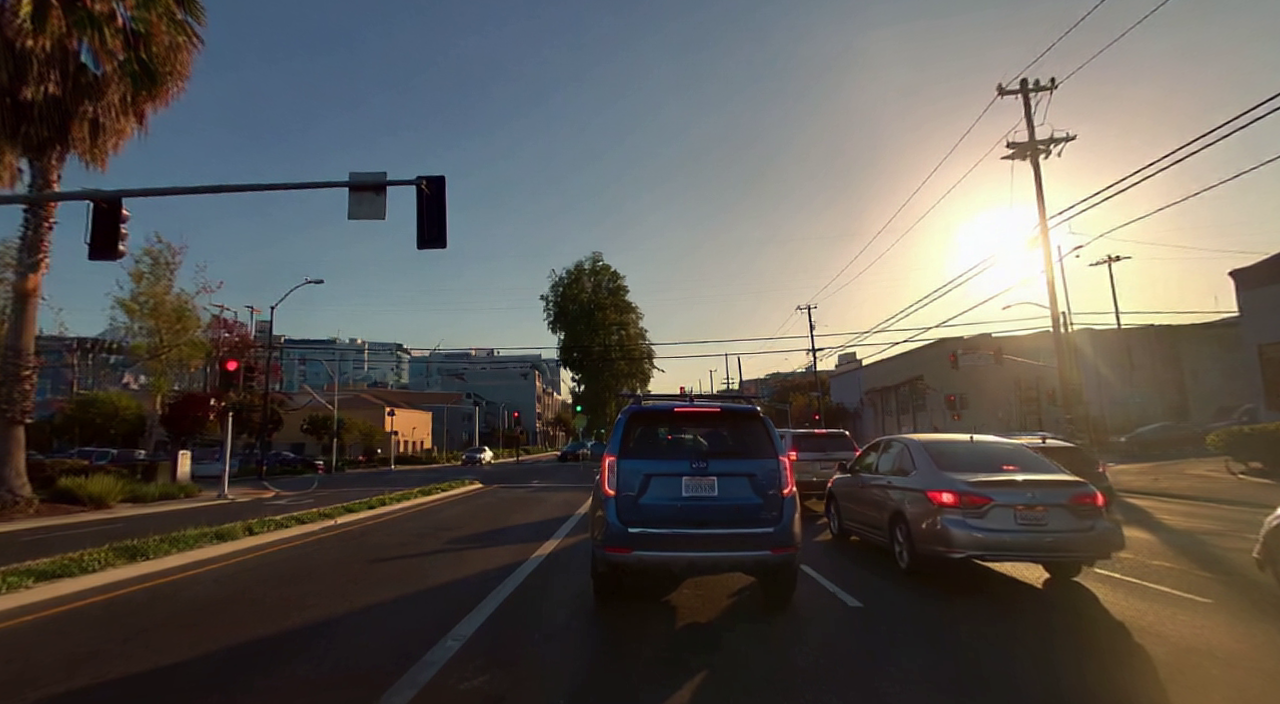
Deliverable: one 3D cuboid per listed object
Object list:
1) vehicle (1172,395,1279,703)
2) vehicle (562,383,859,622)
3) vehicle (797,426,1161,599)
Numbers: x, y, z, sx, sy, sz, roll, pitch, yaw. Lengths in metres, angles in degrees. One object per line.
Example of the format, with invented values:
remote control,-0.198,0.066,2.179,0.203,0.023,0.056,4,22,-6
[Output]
vehicle,3.359,0.648,0.673,1.805,1.485,4.348,0,-9,1
vehicle,0.454,1.442,6.946,2.228,1.780,4.269,0,-9,-2
vehicle,3.441,1.693,7.567,1.895,1.456,4.255,0,-9,-2
